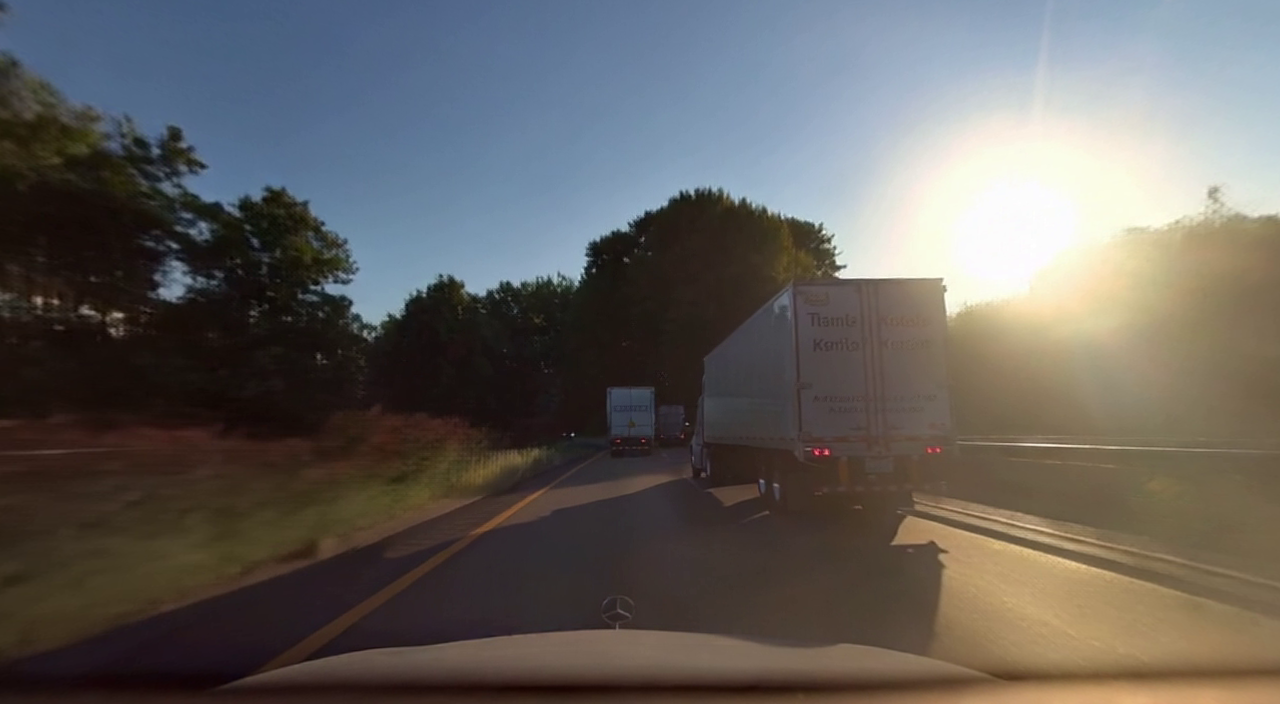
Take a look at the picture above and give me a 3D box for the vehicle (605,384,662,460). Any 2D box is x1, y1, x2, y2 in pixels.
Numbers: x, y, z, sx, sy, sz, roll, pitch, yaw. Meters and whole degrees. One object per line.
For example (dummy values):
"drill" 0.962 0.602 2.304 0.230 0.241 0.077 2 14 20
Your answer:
"vehicle" -0.385 4.322 37.936 2.958 3.917 10.196 0 -8 -1

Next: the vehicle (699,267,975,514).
"vehicle" 3.949 1.568 17.794 2.856 4.145 14.500 0 -8 -1
